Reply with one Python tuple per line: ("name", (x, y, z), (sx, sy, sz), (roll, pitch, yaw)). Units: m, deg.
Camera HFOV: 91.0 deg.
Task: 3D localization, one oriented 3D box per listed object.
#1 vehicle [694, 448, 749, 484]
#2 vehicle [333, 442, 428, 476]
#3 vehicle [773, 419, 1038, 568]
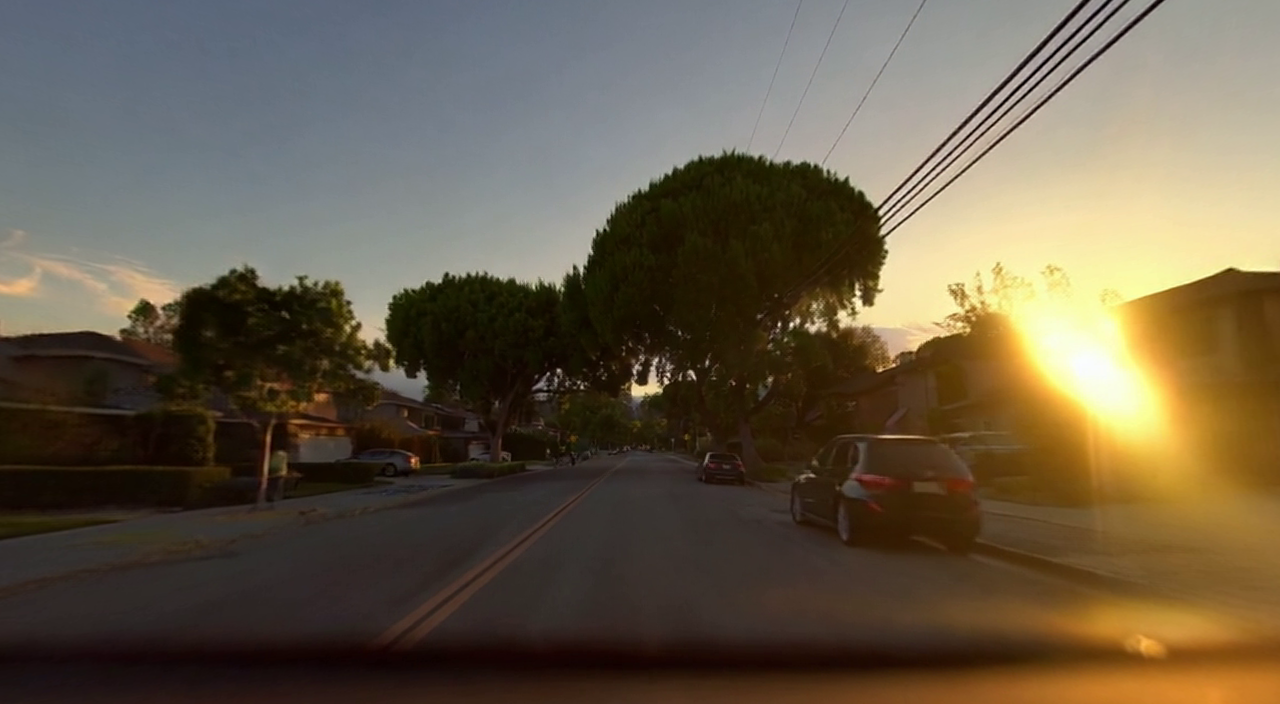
("vehicle", (3.717, 5.305, 29.610), (1.897, 1.521, 4.835), (0, -9, -1))
("vehicle", (-15.676, 6.496, 38.254), (4.882, 1.777, 2.025), (-2, -9, -2))
("vehicle", (3.761, 2.090, 10.170), (2.039, 1.780, 4.884), (0, -9, -1))
